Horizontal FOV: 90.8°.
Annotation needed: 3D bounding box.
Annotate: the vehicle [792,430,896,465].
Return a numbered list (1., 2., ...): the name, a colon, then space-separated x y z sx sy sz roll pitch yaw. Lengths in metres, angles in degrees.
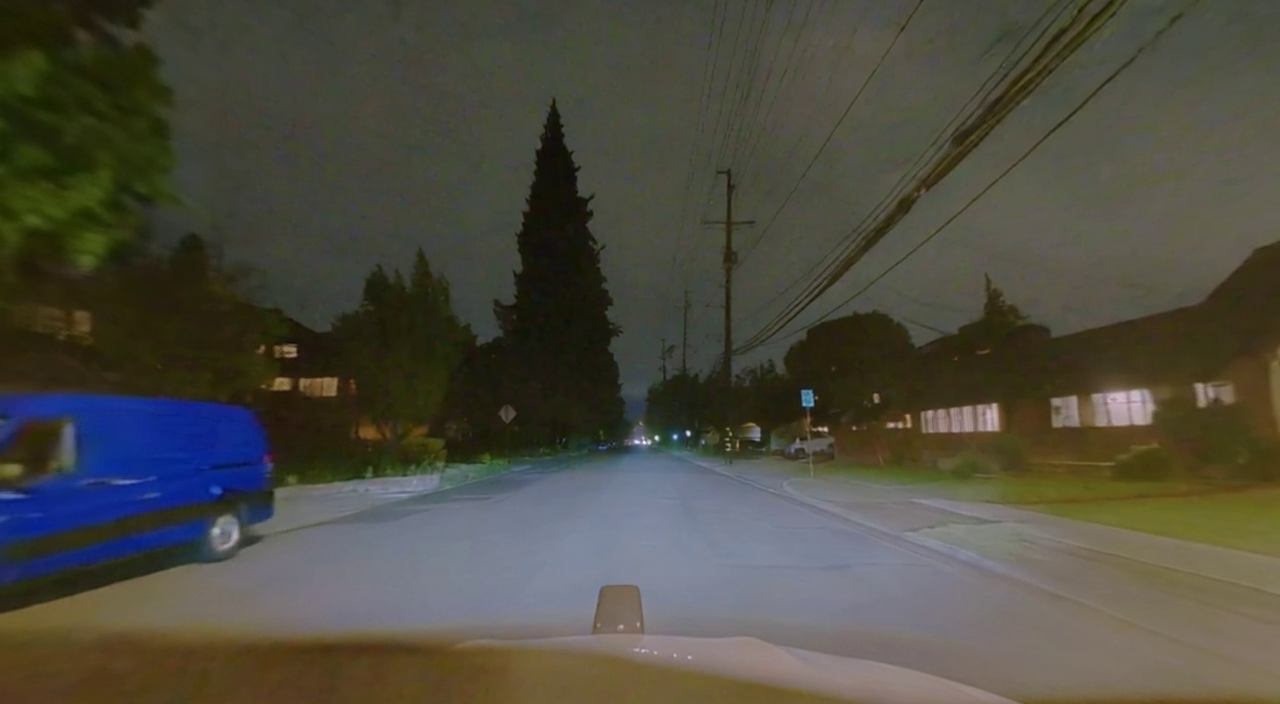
1. vehicle: 10.873 5.139 33.914 4.902 1.794 1.975 -1 -8 3

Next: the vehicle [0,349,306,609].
1. vehicle: -5.812 1.159 6.002 2.263 1.915 5.071 -2 -9 3
